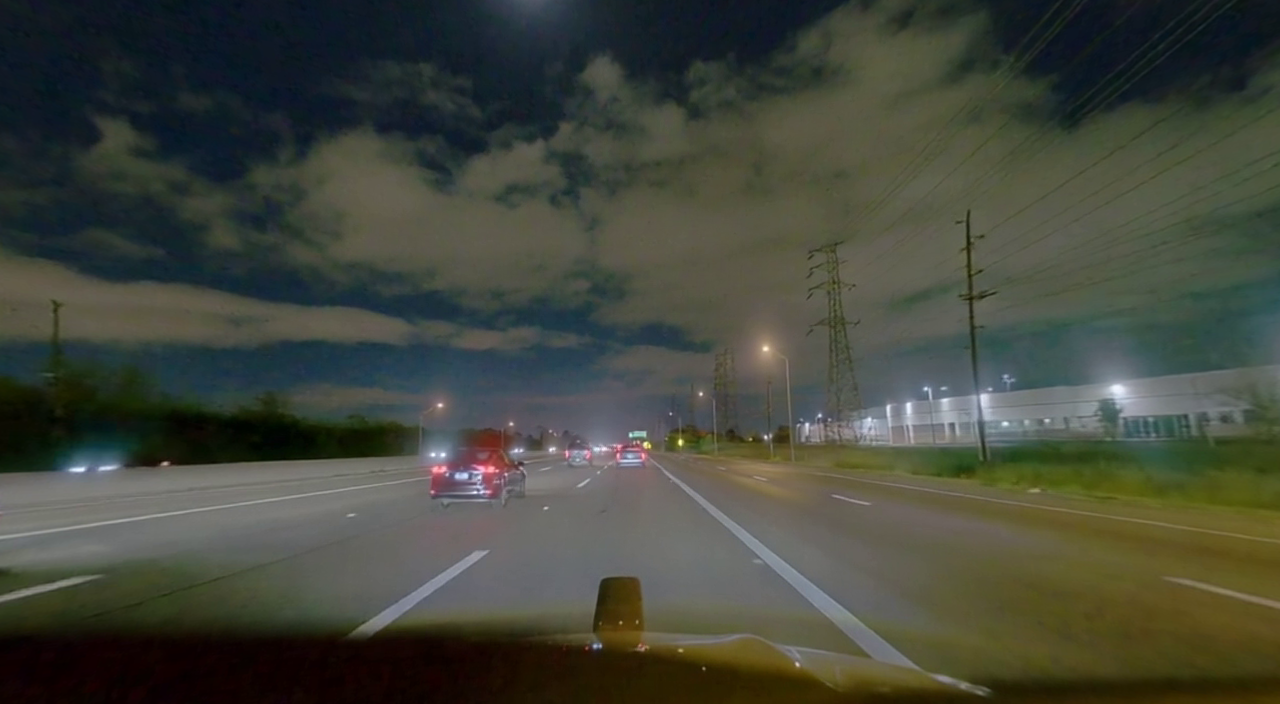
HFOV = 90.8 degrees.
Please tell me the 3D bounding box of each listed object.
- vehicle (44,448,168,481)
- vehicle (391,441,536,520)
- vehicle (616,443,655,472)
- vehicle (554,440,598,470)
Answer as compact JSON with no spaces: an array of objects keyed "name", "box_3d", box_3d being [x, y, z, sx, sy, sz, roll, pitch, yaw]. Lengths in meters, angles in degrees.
[{"name":"vehicle","box_3d":[-30.460,6.392,36.330,2.133,1.678,5.690,0,-9,0]},{"name":"vehicle","box_3d":[-3.635,2.707,13.910,1.938,1.444,4.206,0,-8,0]},{"name":"vehicle","box_3d":[-0.222,5.828,35.022,2.030,1.471,4.115,0,-8,0]},{"name":"vehicle","box_3d":[-3.930,6.431,39.712,2.244,1.752,4.439,0,-8,0]}]
